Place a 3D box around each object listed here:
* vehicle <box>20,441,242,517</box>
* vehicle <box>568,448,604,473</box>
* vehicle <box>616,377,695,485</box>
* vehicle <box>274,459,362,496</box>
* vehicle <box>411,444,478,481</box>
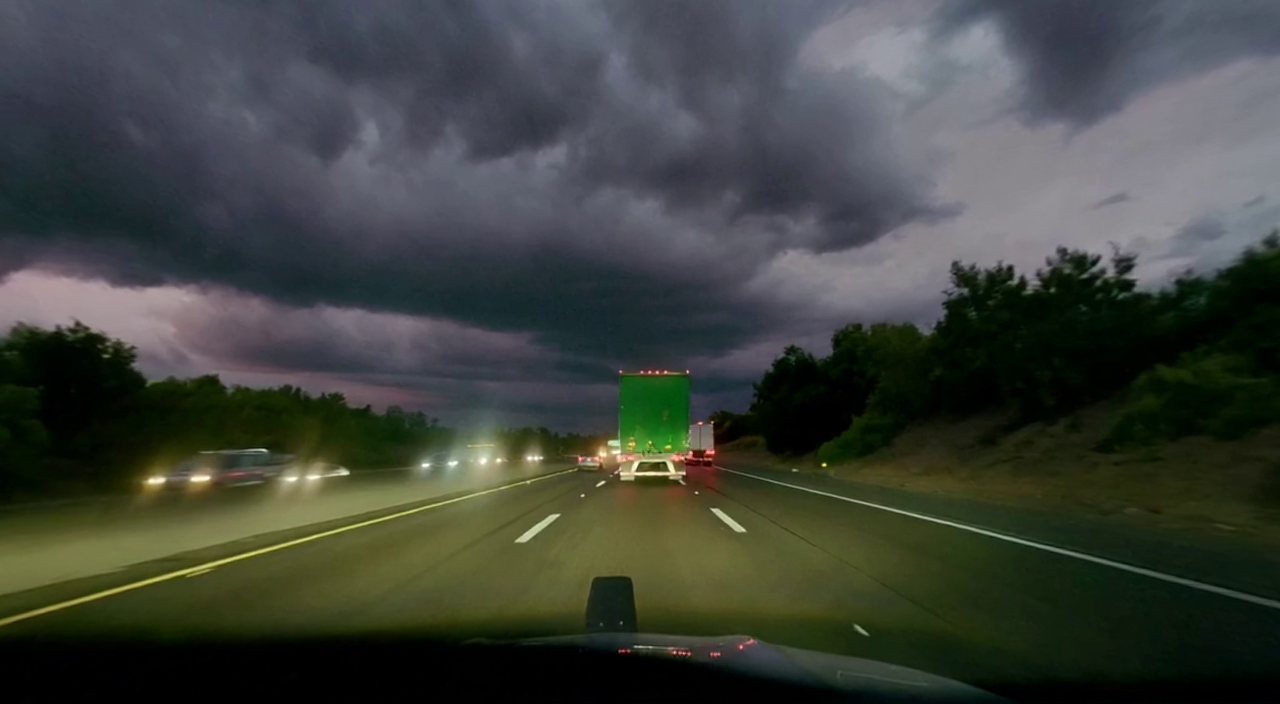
[{"bbox_3d":[-19.212,4.755,24.652,2.571,2.376,7.455,-2,-8,-1],"label":"vehicle"},{"bbox_3d":[-3.556,7.265,42.396,2.012,1.521,4.227,0,-9,0],"label":"vehicle"},{"bbox_3d":[0.561,3.813,29.263,2.932,4.042,11.054,0,-9,0],"label":"vehicle"},{"bbox_3d":[-14.710,5.723,29.053,1.950,1.479,3.862,0,-9,1],"label":"vehicle"},{"bbox_3d":[-11.136,6.323,36.406,2.122,1.930,5.086,0,-9,1],"label":"vehicle"}]
